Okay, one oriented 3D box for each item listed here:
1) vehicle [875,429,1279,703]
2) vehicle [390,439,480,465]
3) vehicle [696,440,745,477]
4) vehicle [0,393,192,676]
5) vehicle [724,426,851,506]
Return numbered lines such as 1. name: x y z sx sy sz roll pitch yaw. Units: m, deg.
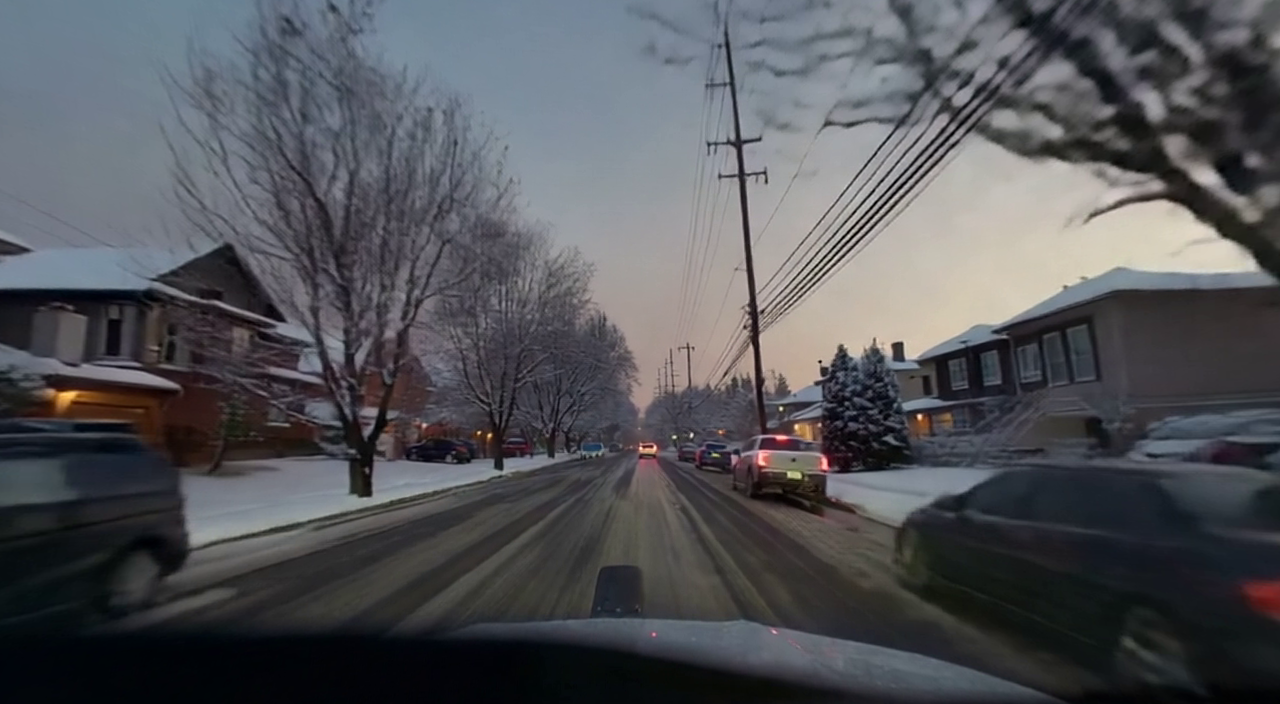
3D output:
1. vehicle: 3.512 1.315 4.234 2.008 1.482 4.891 0 -9 0
2. vehicle: -12.492 6.120 38.772 4.792 1.521 2.077 -1 -9 1
3. vehicle: 4.035 5.433 32.465 2.066 1.753 4.877 -1 -9 2
4. vehicle: -5.031 1.065 3.409 2.103 1.731 4.197 -1 -9 0
5. vehicle: 3.764 3.043 17.215 2.280 1.820 5.001 0 -9 0
